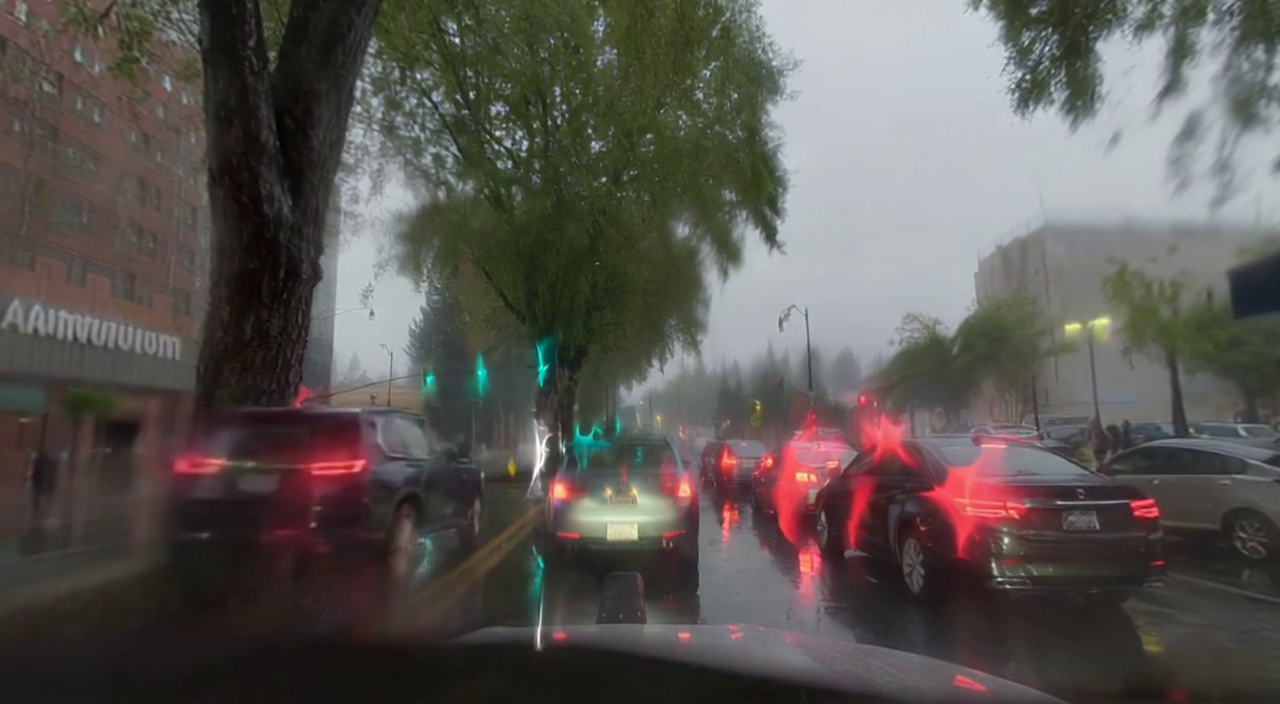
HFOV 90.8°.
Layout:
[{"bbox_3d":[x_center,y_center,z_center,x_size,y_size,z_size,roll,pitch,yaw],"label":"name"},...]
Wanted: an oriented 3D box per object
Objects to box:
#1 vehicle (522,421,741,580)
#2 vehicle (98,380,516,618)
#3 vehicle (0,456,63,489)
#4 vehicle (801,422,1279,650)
[{"bbox_3d":[-0.113,1.747,8.211,2.118,1.512,4.013,0,-9,-1],"label":"vehicle"},{"bbox_3d":[-3.076,1.508,7.447,2.223,1.840,4.919,0,-9,0],"label":"vehicle"},{"bbox_3d":[-31.717,6.005,31.570,1.913,1.531,4.000,-9,-12,44],"label":"vehicle"},{"bbox_3d":[3.225,1.538,6.444,1.912,1.454,4.537,0,-9,-1],"label":"vehicle"}]
